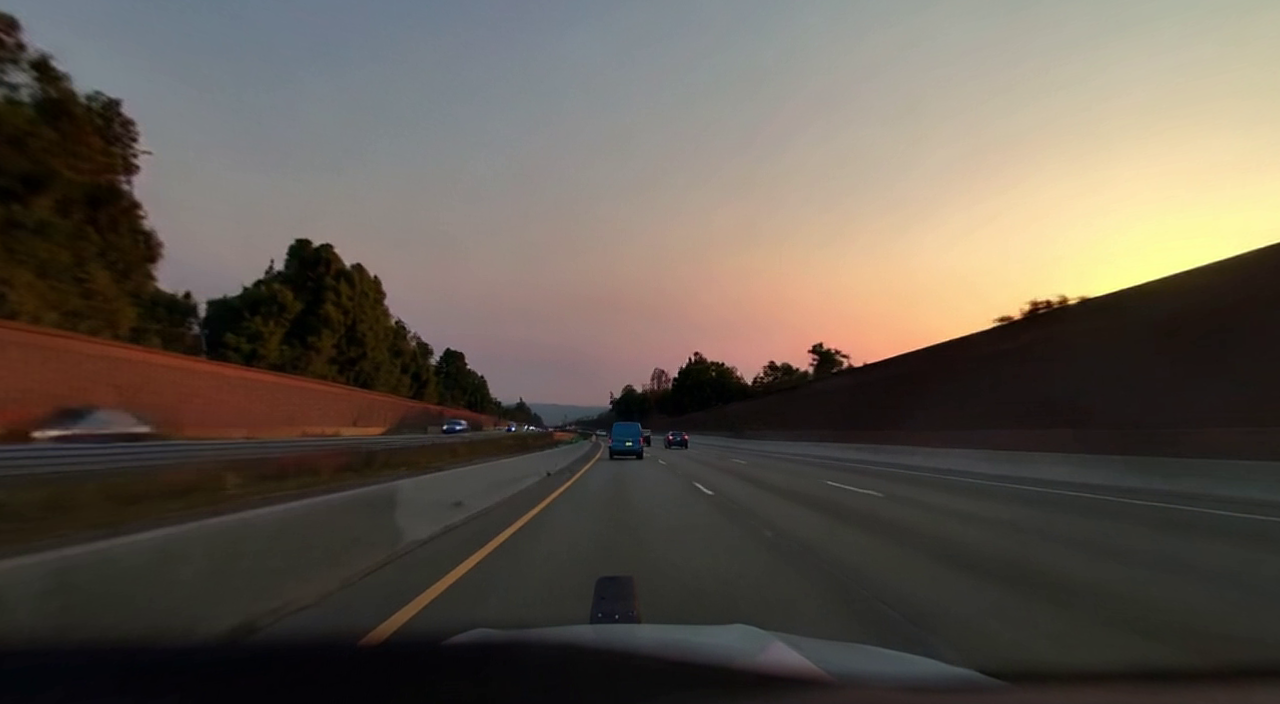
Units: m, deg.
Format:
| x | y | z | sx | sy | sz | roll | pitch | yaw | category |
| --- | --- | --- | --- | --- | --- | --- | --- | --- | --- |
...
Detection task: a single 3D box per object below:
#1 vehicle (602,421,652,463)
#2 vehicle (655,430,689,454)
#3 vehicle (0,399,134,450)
| x | y | z | sx | sy | sz | roll | pitch | yaw | category |
| --- | --- | --- | --- | --- | --- | --- | --- | --- | --- |
| -0.742 | 4.687 | 32.859 | 2.403 | 1.994 | 4.683 | 0 | -8 | -3 | vehicle |
| 2.265 | 6.504 | 45.595 | 1.996 | 1.589 | 3.715 | 0 | -8 | -4 | vehicle |
| -19.444 | 2.443 | 20.937 | 1.966 | 1.528 | 3.953 | 0 | -8 | -1 | vehicle |
